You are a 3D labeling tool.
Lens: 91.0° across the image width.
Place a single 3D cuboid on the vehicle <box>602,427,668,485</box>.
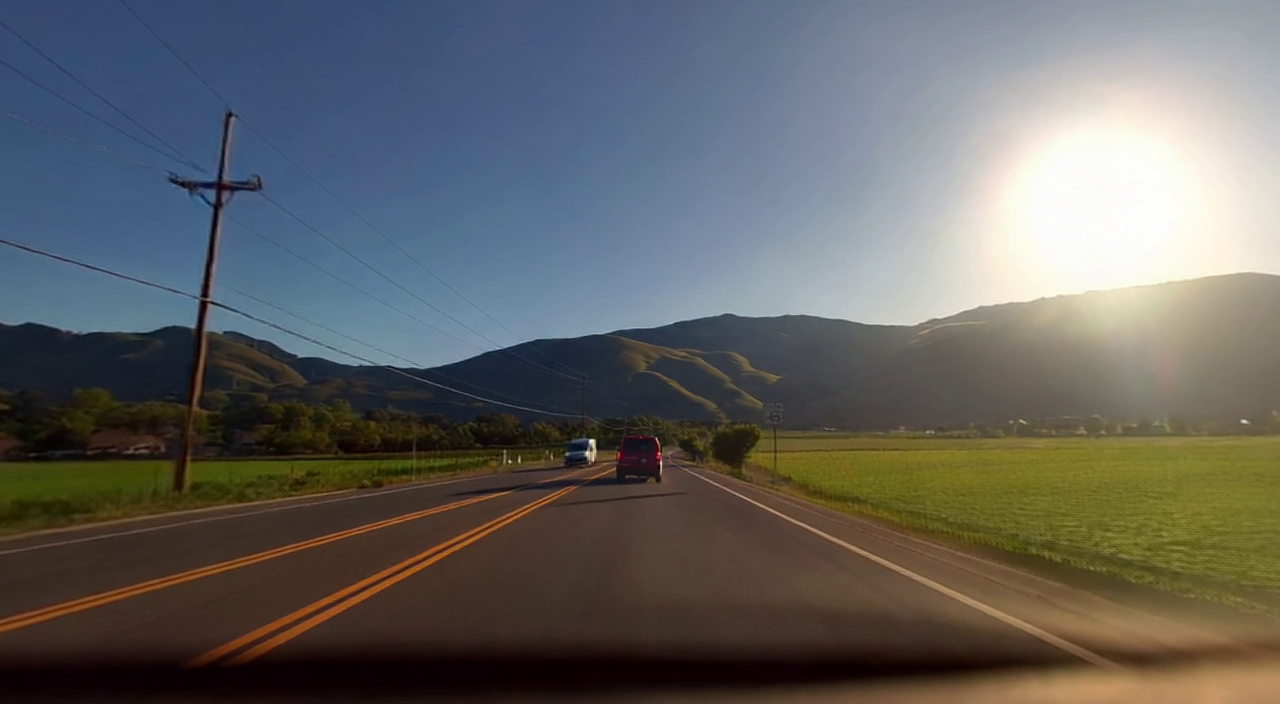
[{"bbox_3d":[-0.123,4.259,26.034,2.454,2.144,4.535,0,-8,2],"label":"vehicle"}]
